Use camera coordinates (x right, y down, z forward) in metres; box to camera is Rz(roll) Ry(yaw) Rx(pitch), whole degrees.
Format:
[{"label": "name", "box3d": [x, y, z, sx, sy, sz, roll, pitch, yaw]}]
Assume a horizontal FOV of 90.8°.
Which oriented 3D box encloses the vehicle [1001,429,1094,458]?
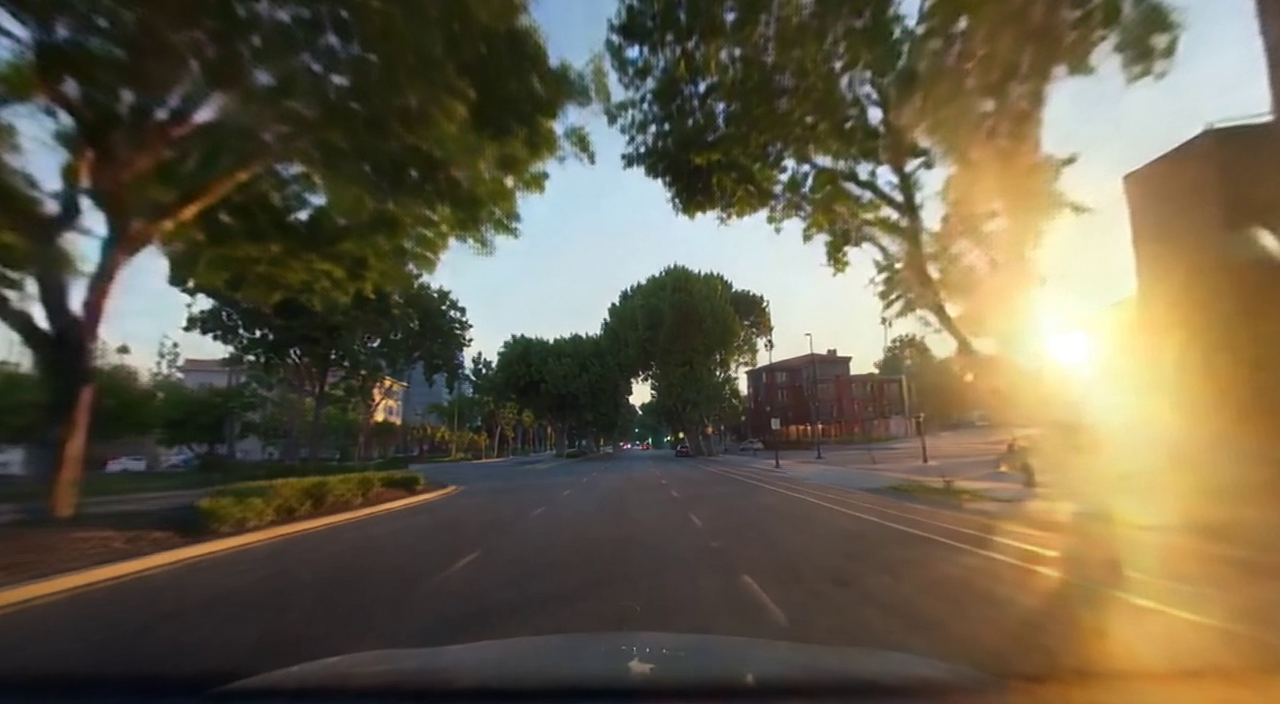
[{"label": "vehicle", "box3d": [22.258, 5.040, 34.758, 1.834, 1.444, 4.703, 0, -8, -3]}]
